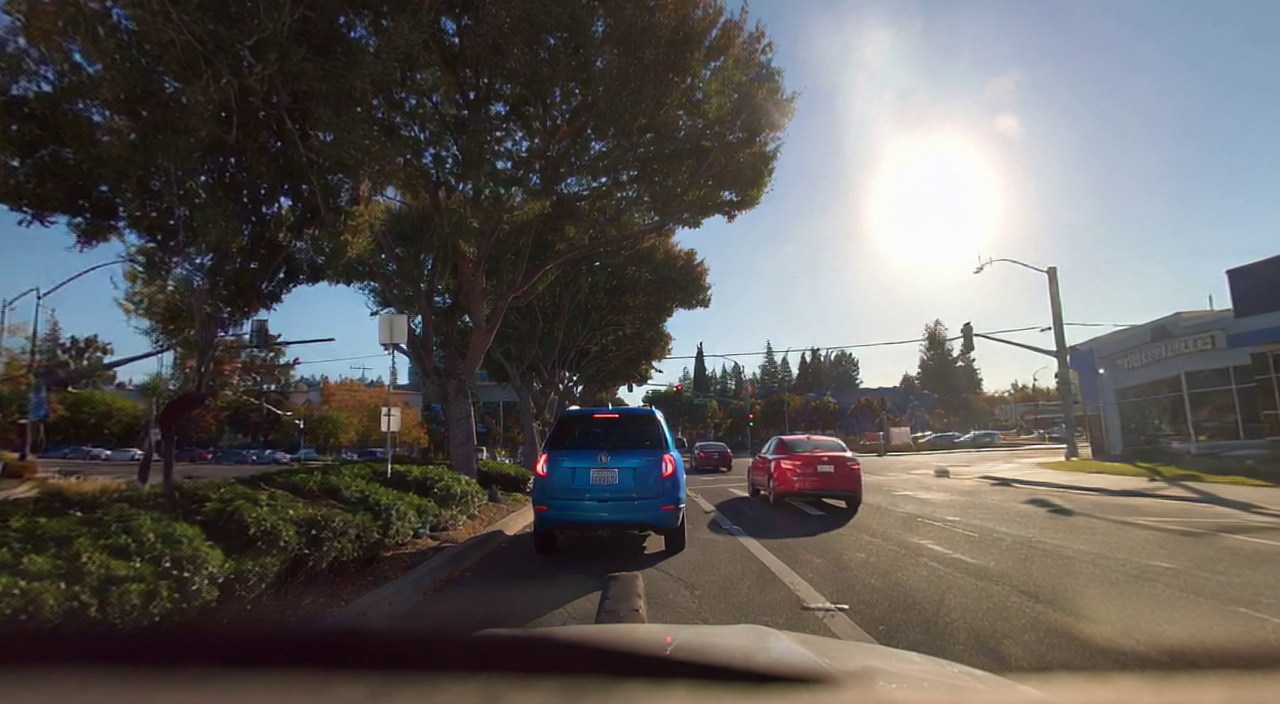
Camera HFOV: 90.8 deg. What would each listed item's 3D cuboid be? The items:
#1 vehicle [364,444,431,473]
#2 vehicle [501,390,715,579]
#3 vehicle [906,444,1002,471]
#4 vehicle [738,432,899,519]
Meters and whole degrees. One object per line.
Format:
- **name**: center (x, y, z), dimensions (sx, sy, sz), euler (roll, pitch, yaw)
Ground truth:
- **vehicle**: center (-13.270, 5.831, 34.813), dimensions (1.983, 1.460, 4.456), euler (0, -9, -1)
- **vehicle**: center (-0.298, 1.648, 8.620), dimensions (2.096, 1.837, 4.687), euler (0, -9, 0)
- **vehicle**: center (17.211, 5.772, 34.770), dimensions (4.290, 1.427, 1.751), euler (0, -9, 2)
- **vehicle**: center (3.634, 2.610, 13.943), dimensions (2.098, 1.555, 4.778), euler (0, -9, -1)
